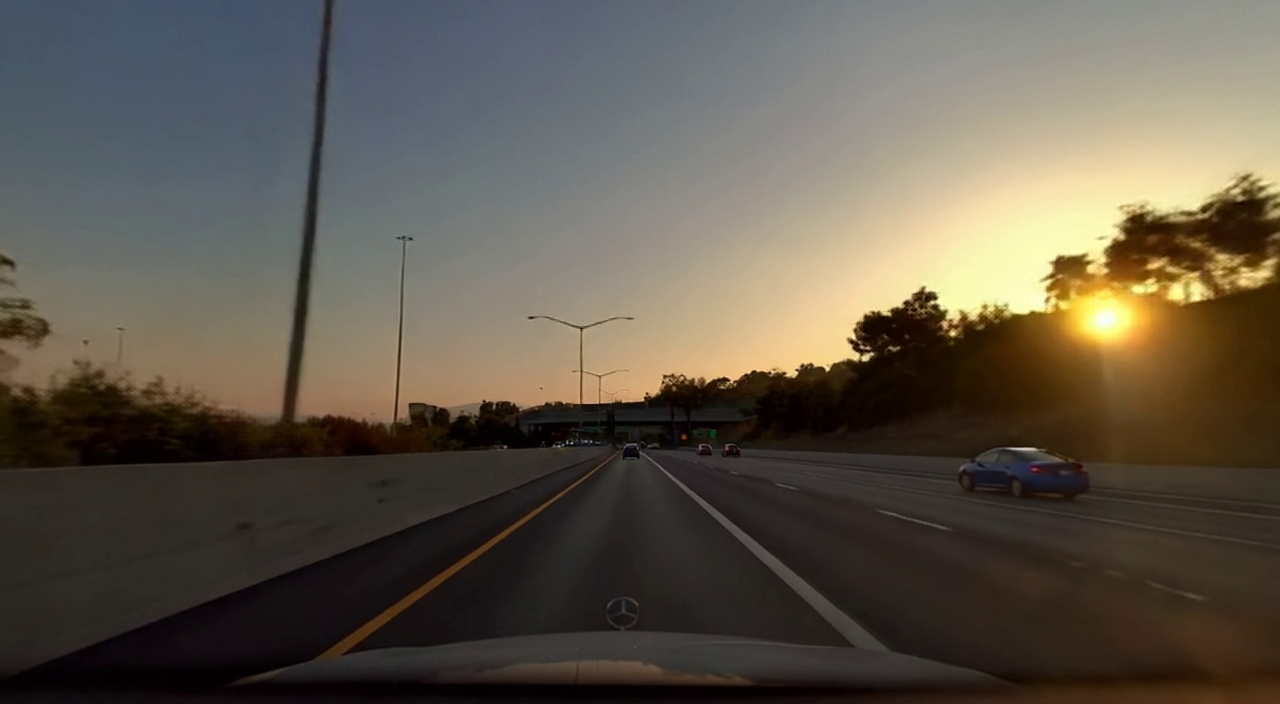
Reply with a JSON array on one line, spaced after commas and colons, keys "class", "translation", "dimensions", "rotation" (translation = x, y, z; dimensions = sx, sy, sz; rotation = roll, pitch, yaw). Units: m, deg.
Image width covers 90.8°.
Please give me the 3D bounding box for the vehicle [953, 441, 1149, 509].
[{"class": "vehicle", "translation": [10.678, 3.184, 16.985], "dimensions": [2.024, 1.481, 4.747], "rotation": [1, -8, -1]}]
